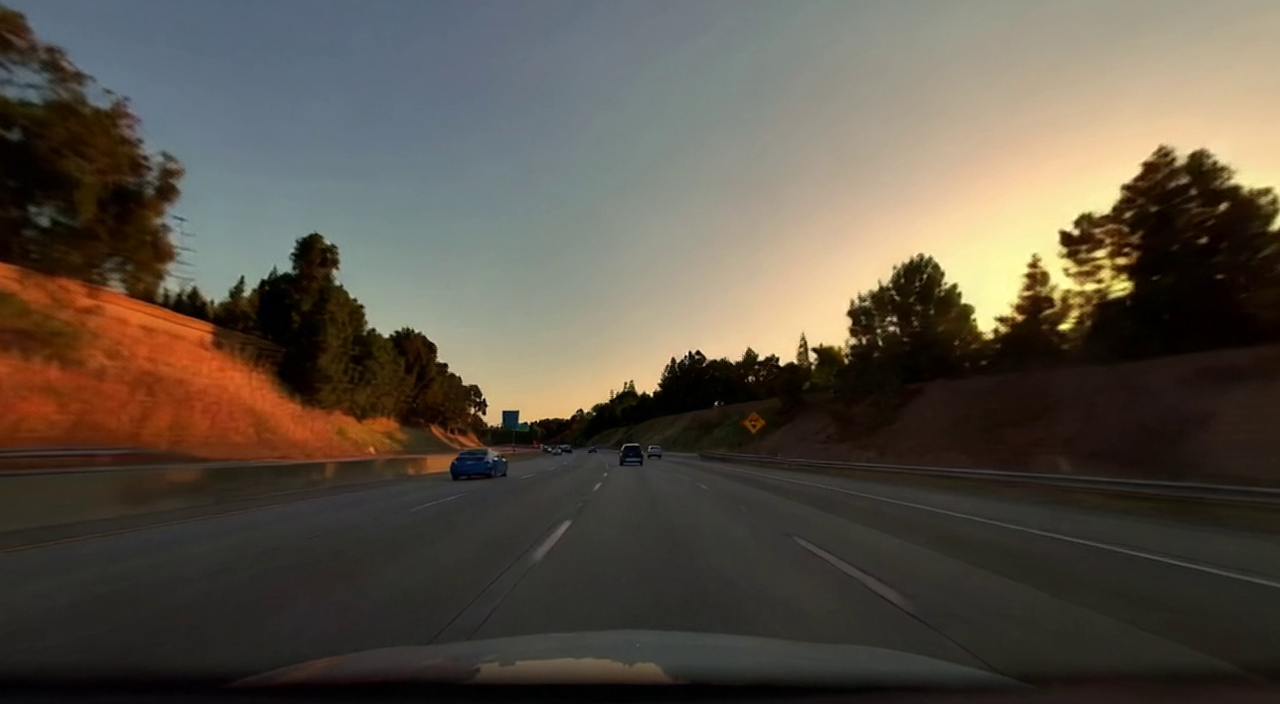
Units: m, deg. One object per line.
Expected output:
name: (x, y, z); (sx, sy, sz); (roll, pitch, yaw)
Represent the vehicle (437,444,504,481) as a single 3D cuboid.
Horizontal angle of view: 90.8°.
vehicle: (-7.423, 4.855, 28.022); (1.915, 1.479, 3.843); (0, -8, -1)
